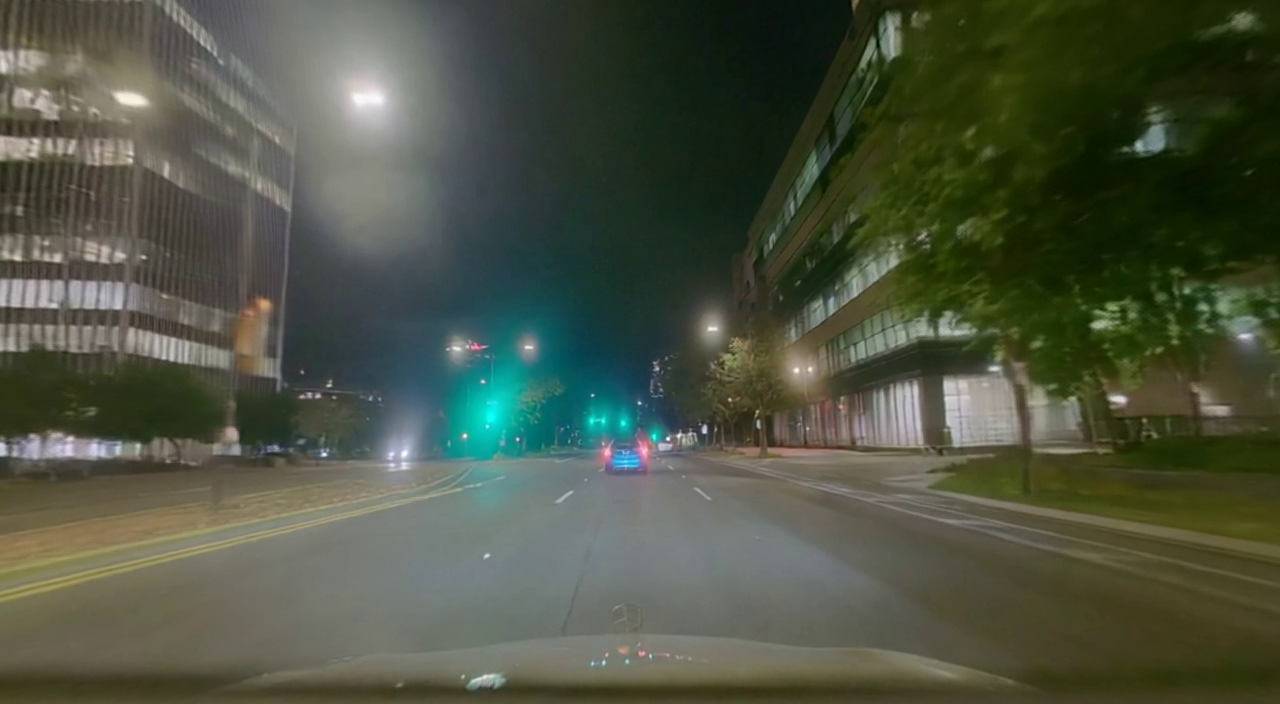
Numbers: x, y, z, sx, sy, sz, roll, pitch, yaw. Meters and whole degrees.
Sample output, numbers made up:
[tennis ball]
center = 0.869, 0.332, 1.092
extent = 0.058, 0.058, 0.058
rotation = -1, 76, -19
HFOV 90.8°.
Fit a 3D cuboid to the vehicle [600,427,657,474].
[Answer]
[vehicle]
center = -0.468, 4.304, 27.684
extent = 2.313, 1.860, 4.319
rotation = 0, -8, 0
